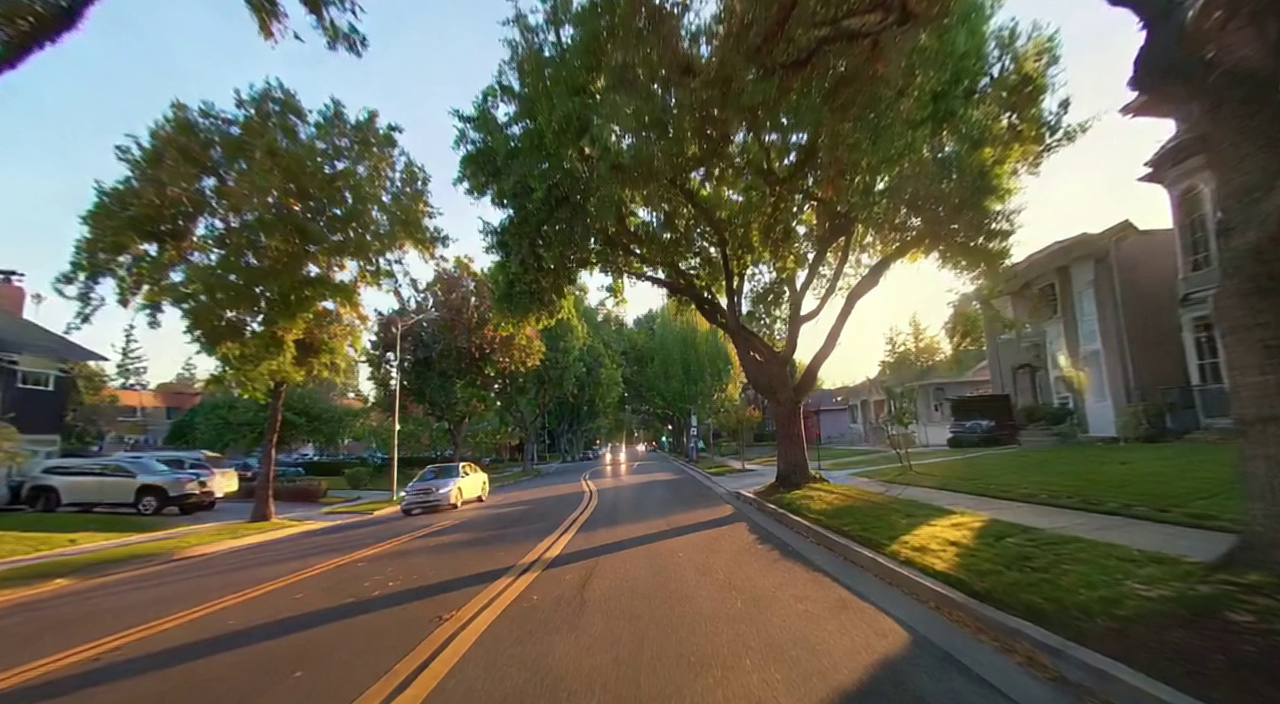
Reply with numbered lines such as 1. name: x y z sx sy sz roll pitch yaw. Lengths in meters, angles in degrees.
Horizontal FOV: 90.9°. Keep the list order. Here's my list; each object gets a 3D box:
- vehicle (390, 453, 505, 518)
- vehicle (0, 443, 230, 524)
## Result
1. vehicle: -5.616 3.908 18.999 1.956 1.452 4.426 -5 -8 1
2. vehicle: -16.775 4.021 19.782 5.969 2.158 2.643 0 -6 2
